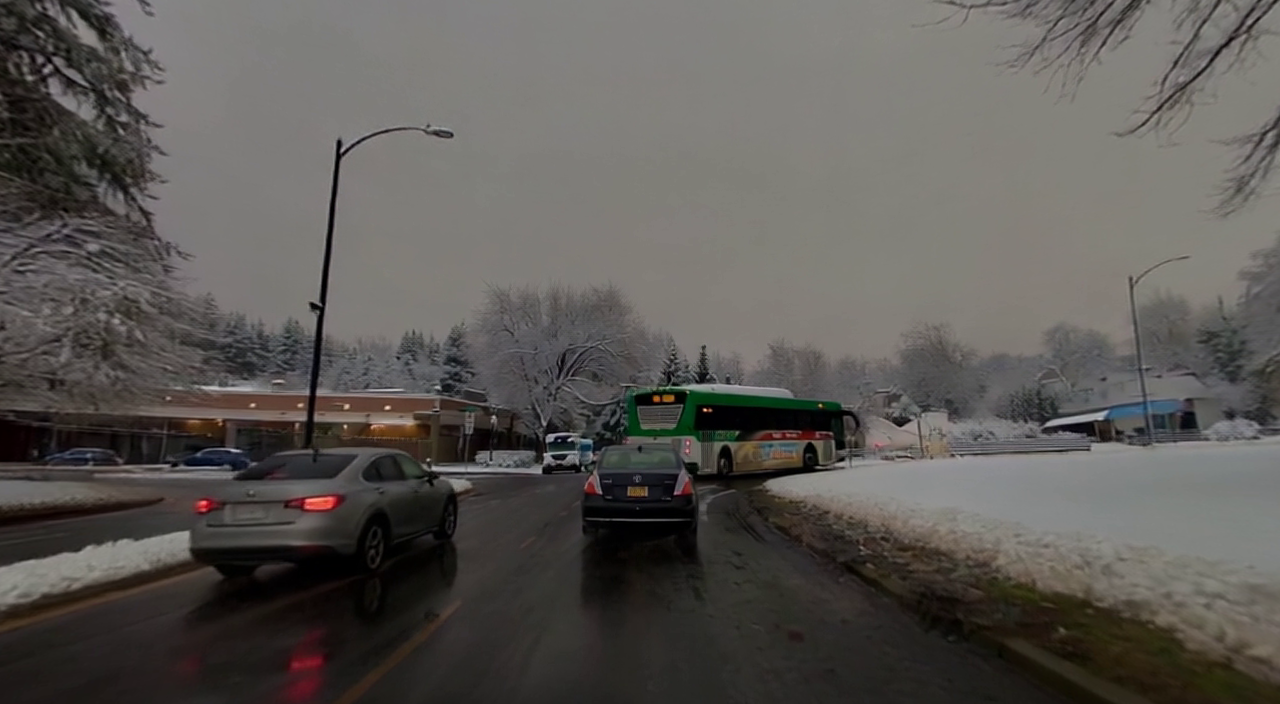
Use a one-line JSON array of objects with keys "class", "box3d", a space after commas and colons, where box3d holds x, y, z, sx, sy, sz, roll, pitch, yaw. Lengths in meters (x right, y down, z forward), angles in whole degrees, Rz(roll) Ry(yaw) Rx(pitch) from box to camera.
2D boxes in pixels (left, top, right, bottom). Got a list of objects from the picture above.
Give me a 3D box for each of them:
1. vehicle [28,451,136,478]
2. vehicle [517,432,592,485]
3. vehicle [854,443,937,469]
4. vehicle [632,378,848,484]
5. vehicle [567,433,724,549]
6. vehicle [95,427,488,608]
[{"class": "vehicle", "box3d": [-32.123, 6.450, 36.447, 4.473, 1.442, 1.743, 7, -11, -39]}, {"class": "vehicle", "box3d": [-3.055, 3.915, 23.495, 2.017, 1.761, 4.572, 0, -9, 2]}, {"class": "vehicle", "box3d": [15.656, 6.386, 38.623, 4.422, 1.457, 1.882, -6, -10, 29]}, {"class": "vehicle", "box3d": [4.265, 3.156, 24.383, 2.948, 3.303, 9.977, -8, -12, 44]}, {"class": "vehicle", "box3d": [0.101, 2.087, 10.121, 2.020, 1.478, 3.922, 0, -9, 1]}, {"class": "vehicle", "box3d": [-3.495, 1.728, 7.603, 1.953, 1.480, 4.522, -1, -9, 3]}]
